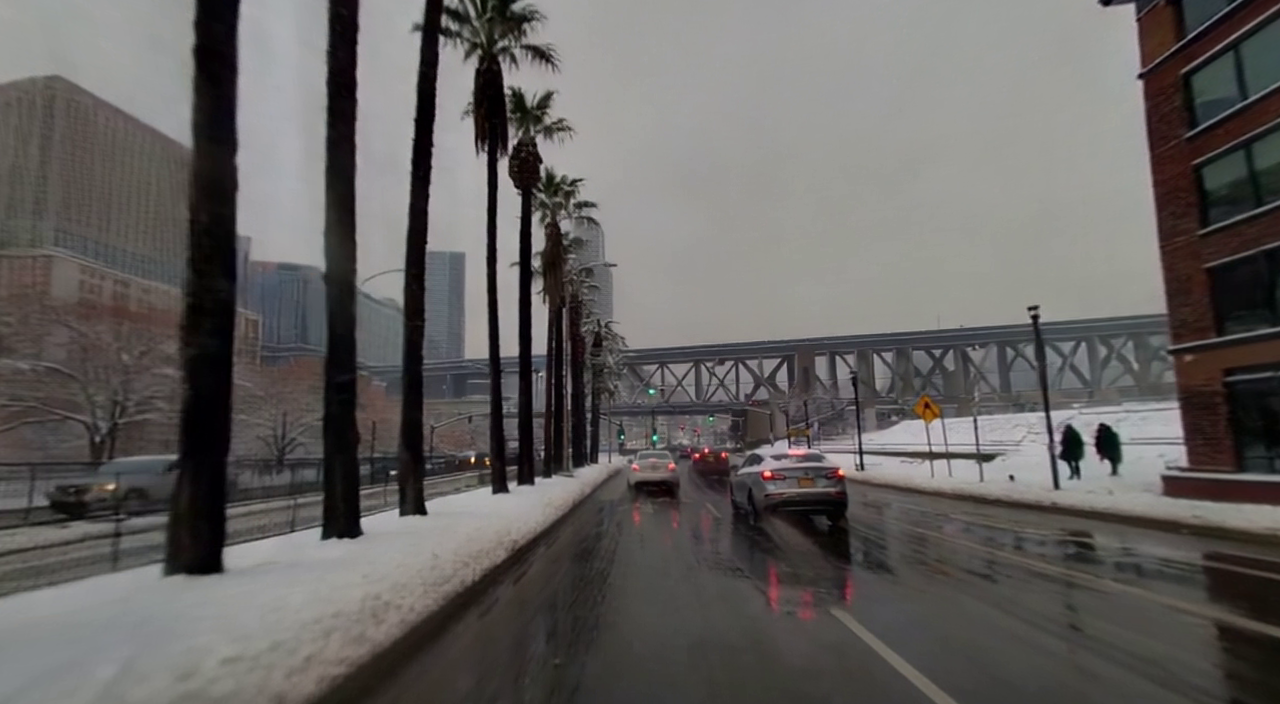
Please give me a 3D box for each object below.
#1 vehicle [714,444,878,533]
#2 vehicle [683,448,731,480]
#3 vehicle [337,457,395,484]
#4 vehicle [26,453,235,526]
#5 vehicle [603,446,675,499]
[{"bbox_3d":[2.987,2.723,13.356,2.051,1.509,4.933,0,-9,-2],"label":"vehicle"},{"bbox_3d":[3.340,5.660,31.982,2.115,1.500,3.524,0,-9,1],"label":"vehicle"},{"bbox_3d":[-17.913,7.723,41.308,1.887,1.569,4.014,0,-9,2],"label":"vehicle"},{"bbox_3d":[-14.693,3.937,18.670,2.104,1.802,4.852,0,-9,0],"label":"vehicle"},{"bbox_3d":[0.012,3.783,20.124,2.077,1.518,3.760,0,-9,1],"label":"vehicle"}]
